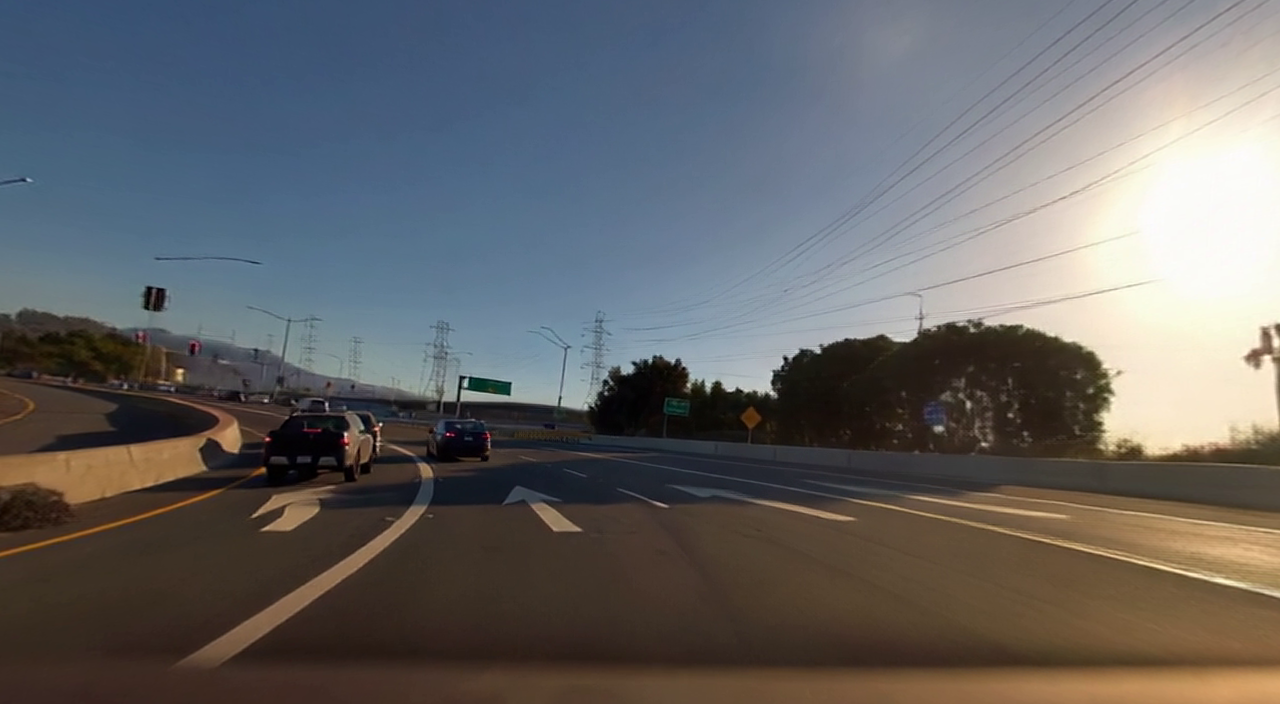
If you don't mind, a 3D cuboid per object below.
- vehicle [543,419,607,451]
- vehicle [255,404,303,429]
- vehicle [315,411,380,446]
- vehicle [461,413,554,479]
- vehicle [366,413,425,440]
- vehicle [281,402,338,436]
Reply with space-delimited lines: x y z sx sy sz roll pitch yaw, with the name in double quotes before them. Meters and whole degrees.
"vehicle" -4.040 5.136 38.671 2.079 1.807 4.682 5 -10 -31
"vehicle" -24.153 4.345 42.169 1.763 1.486 4.459 8 -11 -41
"vehicle" -13.970 3.696 29.959 2.033 1.501 4.623 6 -10 -33
"vehicle" -4.110 2.828 19.030 2.140 1.724 4.304 3 -9 -19
"vehicle" -14.604 4.510 37.546 1.832 1.473 4.364 7 -11 -40
"vehicle" -19.327 3.966 36.758 2.076 1.747 4.285 7 -11 -38
